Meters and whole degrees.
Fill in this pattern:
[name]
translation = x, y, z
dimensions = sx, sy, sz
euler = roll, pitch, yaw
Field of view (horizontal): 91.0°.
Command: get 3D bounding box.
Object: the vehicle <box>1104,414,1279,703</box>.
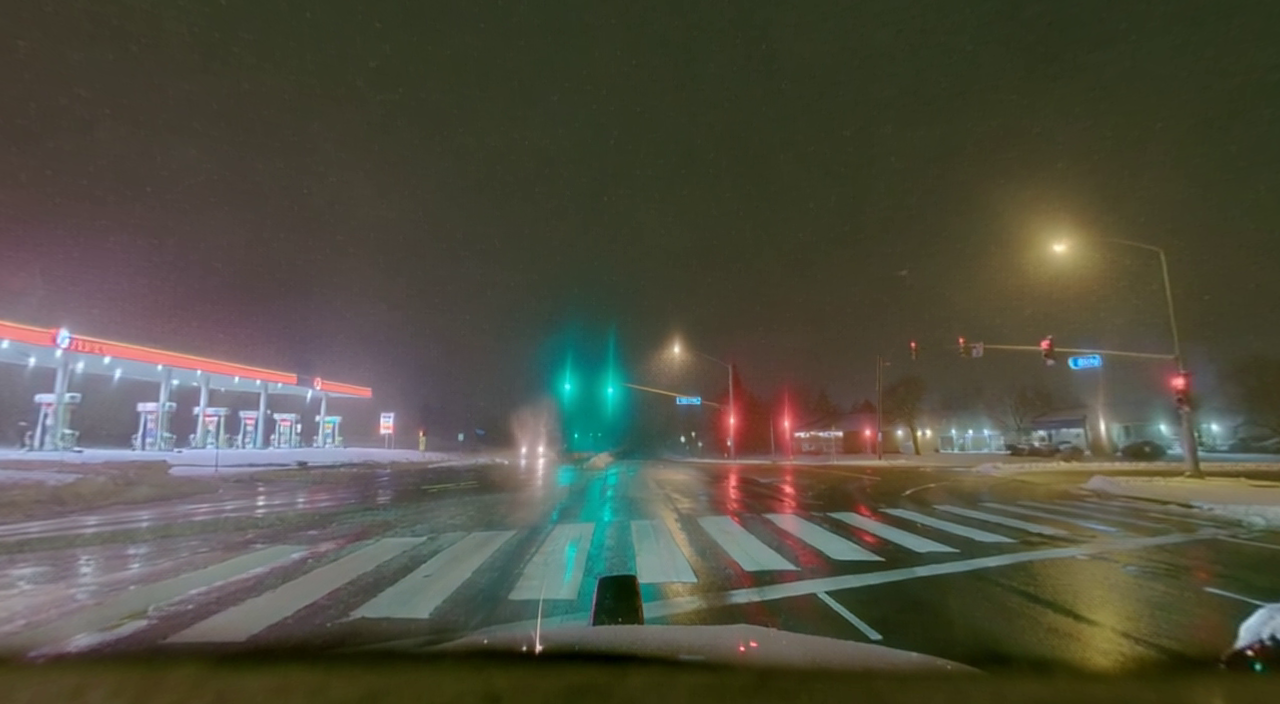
[vehicle]
translation = 3.313, 0.728, 0.816
dimensions = 2.023, 1.437, 4.477
euler = 0, -9, 0
